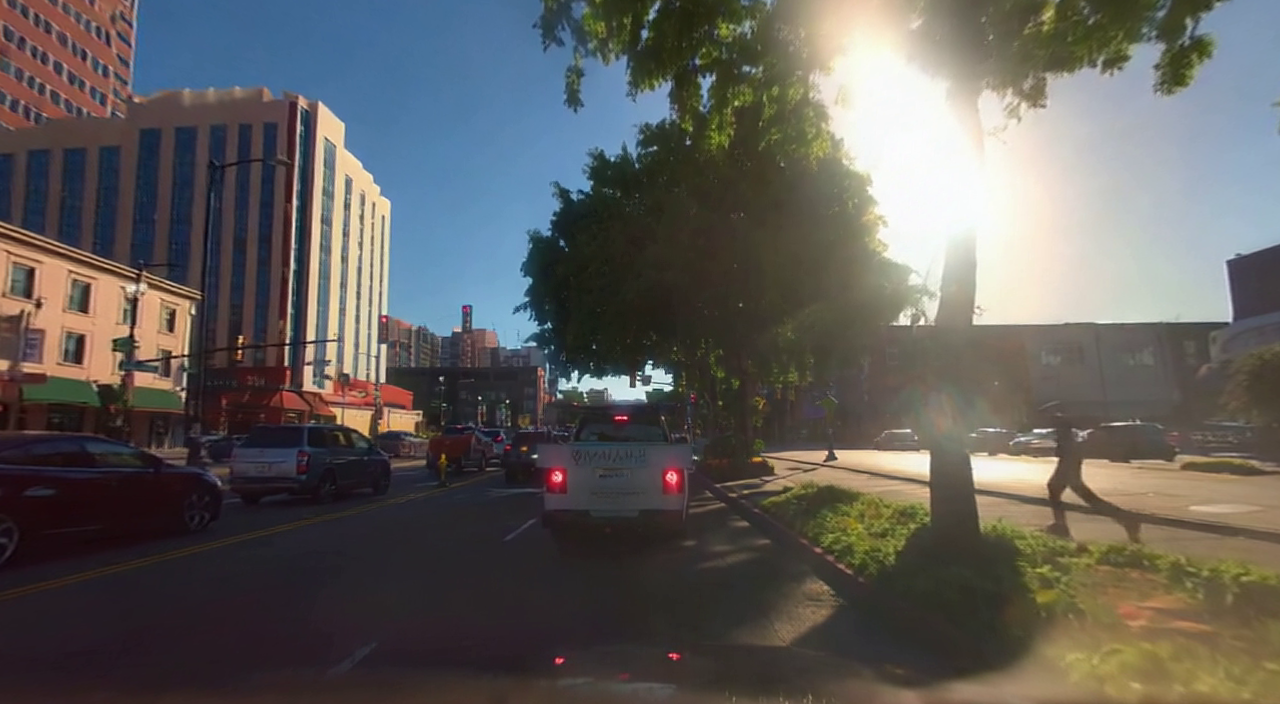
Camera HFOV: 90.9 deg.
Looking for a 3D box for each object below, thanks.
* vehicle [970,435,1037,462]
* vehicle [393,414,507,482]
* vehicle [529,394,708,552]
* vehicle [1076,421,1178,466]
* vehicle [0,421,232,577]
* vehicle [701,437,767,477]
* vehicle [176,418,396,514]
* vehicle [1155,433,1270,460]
[{"bbox_3d":[20.296,5.378,35.151,3.836,1.443,1.694,6,-10,-34],"label":"vehicle"},{"bbox_3d":[-6.374,3.307,21.808,2.496,2.112,4.351,0,-8,1],"label":"vehicle"},{"bbox_3d":[-0.241,1.710,9.489,2.064,1.817,4.298,0,-8,0],"label":"vehicle"},{"bbox_3d":[19.434,3.638,25.111,4.156,1.622,1.924,6,-10,-35],"label":"vehicle"},{"bbox_3d":[-6.941,1.548,7.058,1.831,1.451,4.382,0,-8,0],"label":"vehicle"},{"bbox_3d":[3.557,4.076,24.707,2.023,1.441,4.240,0,-8,1],"label":"vehicle"},{"bbox_3d":[-7.090,2.337,13.355,1.941,1.655,4.503,0,-8,1],"label":"vehicle"},{"bbox_3d":[29.713,4.911,32.778,4.176,1.313,1.719,0,-9,3],"label":"vehicle"}]
